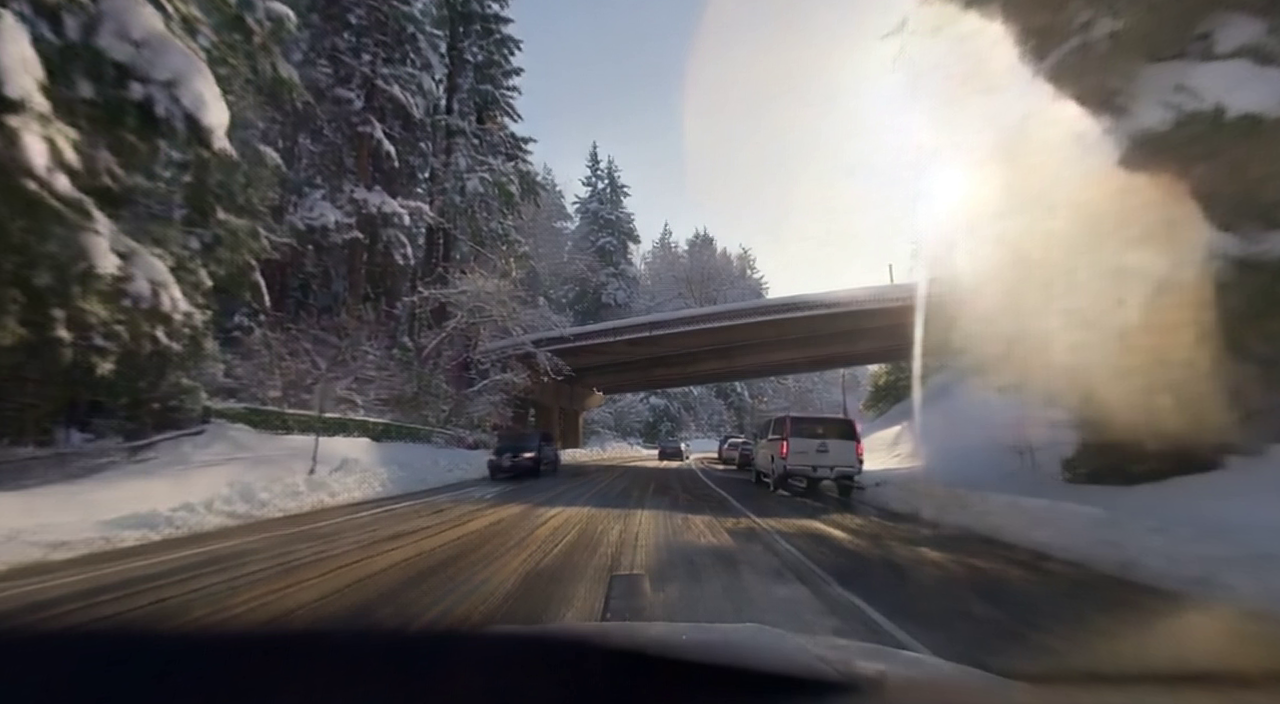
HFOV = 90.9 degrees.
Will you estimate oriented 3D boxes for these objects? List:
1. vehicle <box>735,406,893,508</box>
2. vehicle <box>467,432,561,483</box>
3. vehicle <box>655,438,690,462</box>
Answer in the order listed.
[{"bbox_3d":[3.719,2.372,14.637,2.273,1.944,4.866,0,-8,0],"label":"vehicle"},{"bbox_3d":[-4.127,3.532,21.420,2.009,1.527,4.119,-1,-8,6],"label":"vehicle"},{"bbox_3d":[2.248,6.543,42.130,2.078,1.506,4.058,-1,-8,6],"label":"vehicle"}]
